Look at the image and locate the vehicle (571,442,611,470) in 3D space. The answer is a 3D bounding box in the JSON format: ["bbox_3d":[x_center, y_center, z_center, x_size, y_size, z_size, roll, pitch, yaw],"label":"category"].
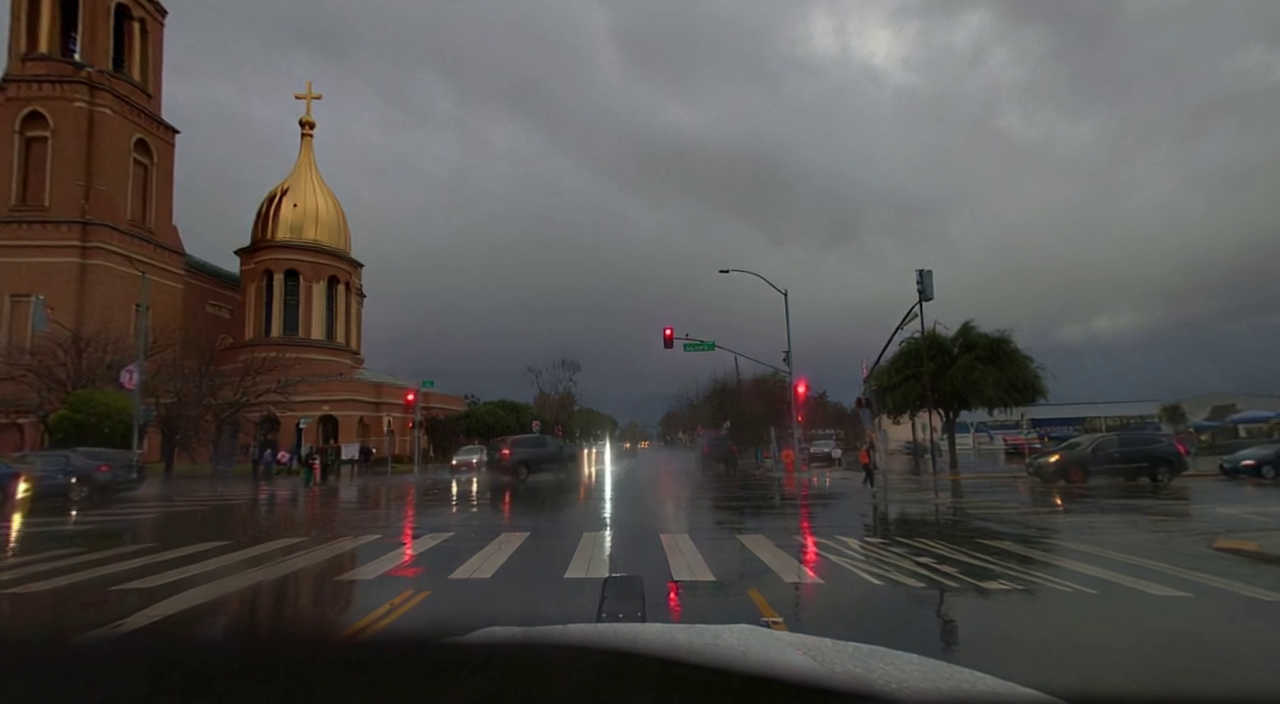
[{"bbox_3d":[-3.165,6.801,41.485,2.223,1.692,4.688,0,-8,0],"label":"vehicle"}]

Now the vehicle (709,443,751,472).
[{"bbox_3d":[5.823,6.861,41.480,1.969,1.776,4.329,0,-8,-2],"label":"vehicle"}]

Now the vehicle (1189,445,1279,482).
[{"bbox_3d":[26.380,4.682,26.679,4.561,1.475,1.850,0,-8,0],"label":"vehicle"}]

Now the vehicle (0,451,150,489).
[{"bbox_3d":[-23.370,4.858,26.215,4.479,1.476,1.873,0,-8,1],"label":"vehicle"}]

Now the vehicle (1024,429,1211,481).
[{"bbox_3d":[19.877,4.307,26.561,5.852,2.057,2.361,0,-8,1],"label":"vehicle"}]

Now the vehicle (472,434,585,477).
[{"bbox_3d":[-4.833,4.571,28.005,2.051,1.724,4.567,-8,-12,43],"label":"vehicle"}]
